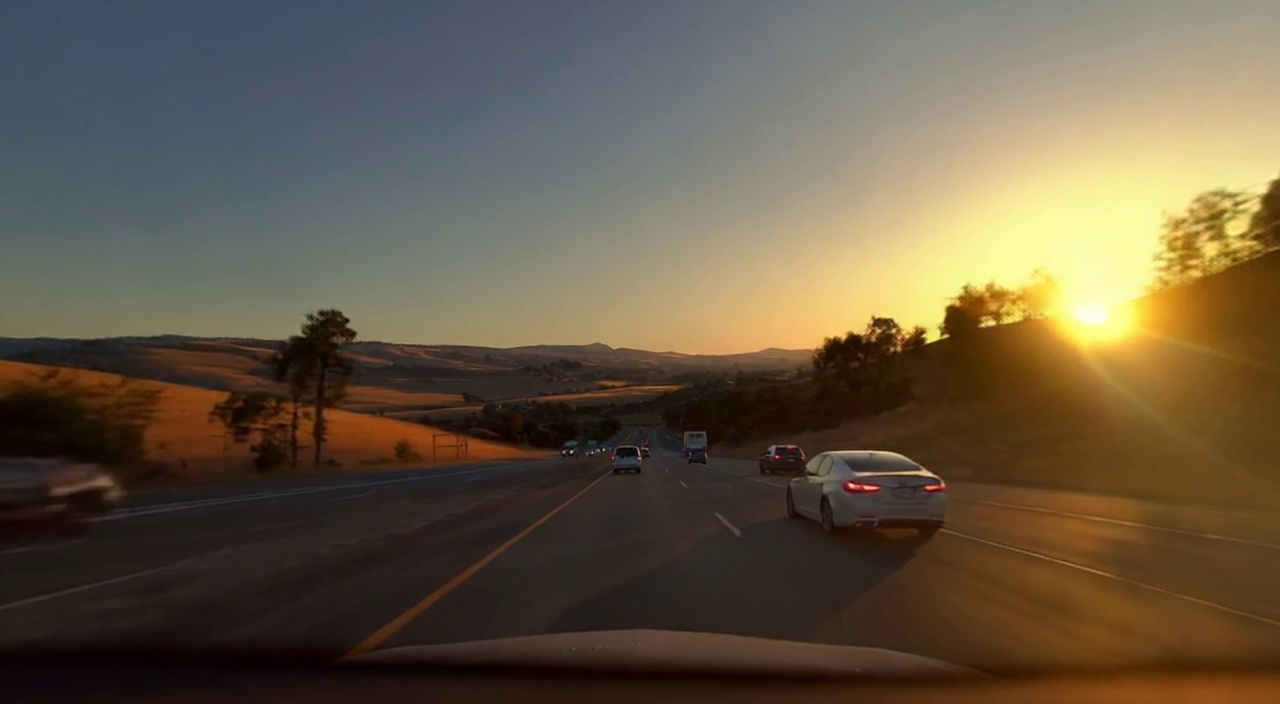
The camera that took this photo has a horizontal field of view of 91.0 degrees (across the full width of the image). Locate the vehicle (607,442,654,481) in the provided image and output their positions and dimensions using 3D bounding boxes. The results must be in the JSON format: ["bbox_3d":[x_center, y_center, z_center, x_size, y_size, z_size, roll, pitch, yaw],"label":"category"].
[{"bbox_3d":[-0.406,5.314,30.816,2.142,1.724,4.344,0,-9,1],"label":"vehicle"}]

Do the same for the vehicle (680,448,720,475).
[{"bbox_3d":[3.684,6.770,39.144,2.047,1.540,4.294,0,-9,0],"label":"vehicle"}]

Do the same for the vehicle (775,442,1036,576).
[{"bbox_3d":[3.410,2.072,9.112,2.004,1.471,4.032,0,-9,0],"label":"vehicle"}]
